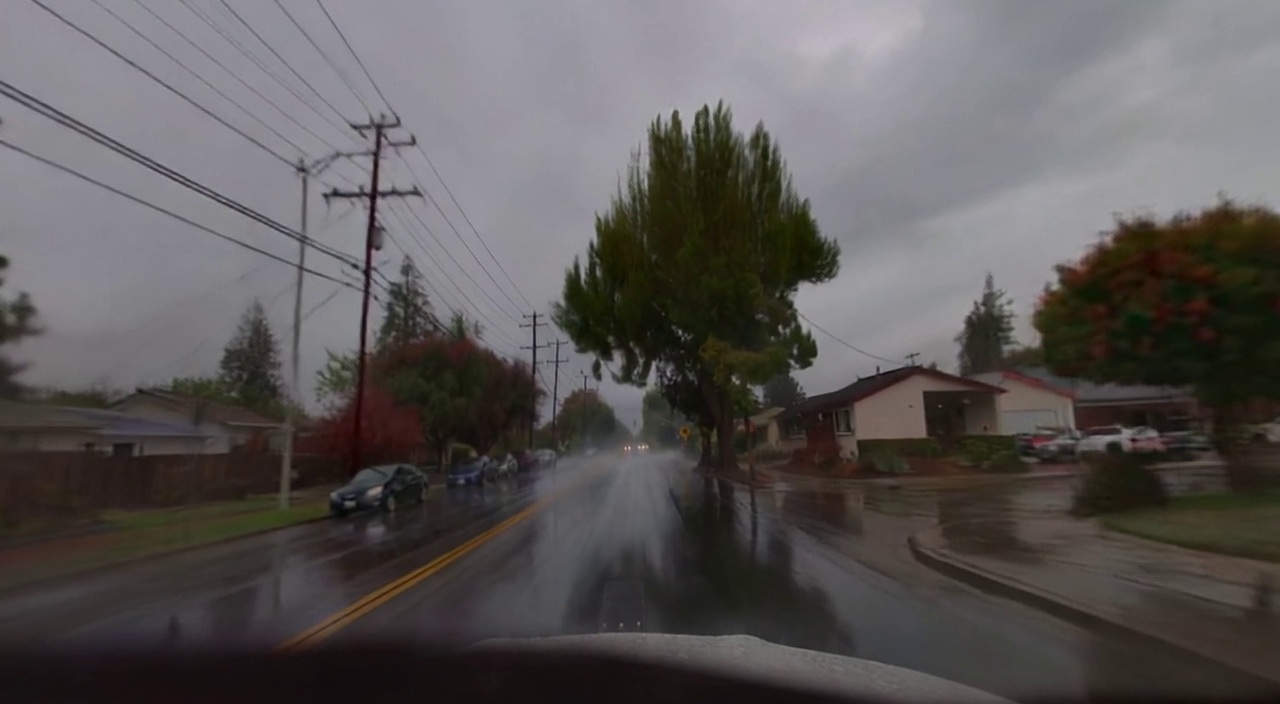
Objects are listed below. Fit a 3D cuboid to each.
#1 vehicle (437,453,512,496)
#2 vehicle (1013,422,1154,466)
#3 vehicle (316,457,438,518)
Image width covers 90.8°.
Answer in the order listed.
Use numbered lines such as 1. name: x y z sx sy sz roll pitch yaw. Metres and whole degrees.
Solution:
1. vehicle: -7.390 5.489 28.682 1.839 1.494 4.757 -9 -9 2
2. vehicle: 17.351 3.655 25.152 1.883 1.498 5.152 -2 -8 0
3. vehicle: -7.558 3.892 18.602 1.949 1.512 3.818 0 -9 -1
